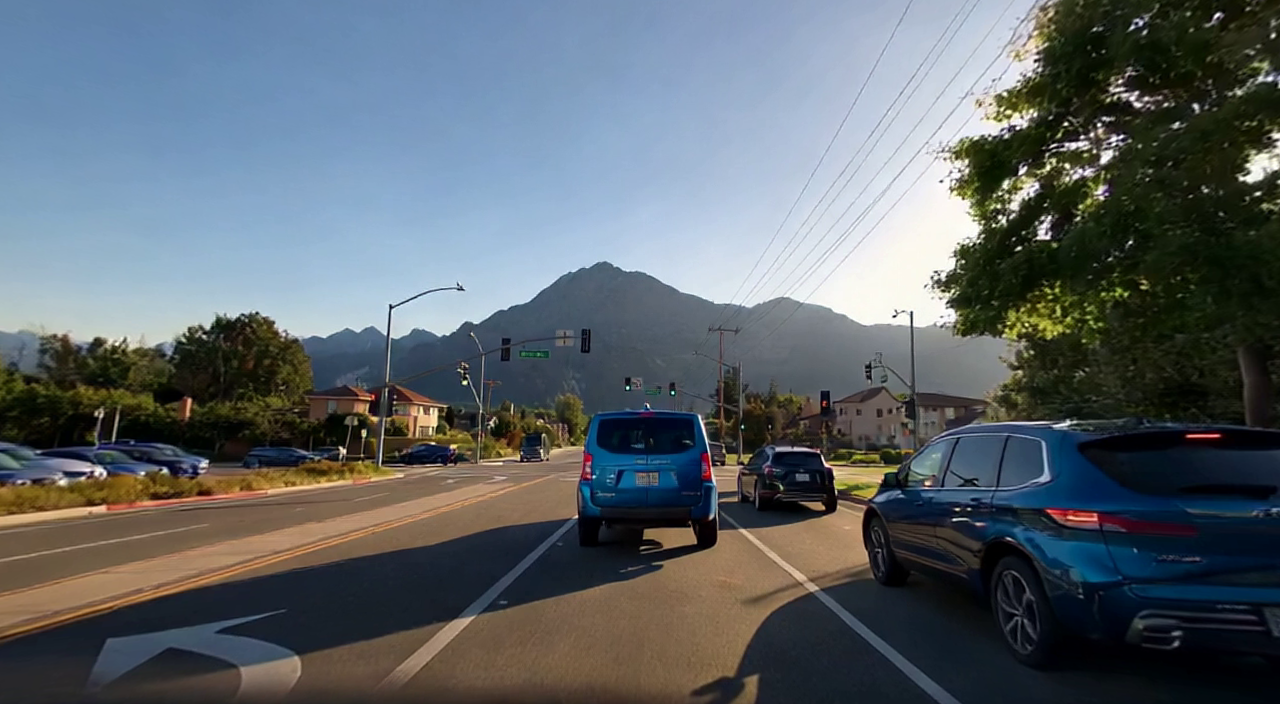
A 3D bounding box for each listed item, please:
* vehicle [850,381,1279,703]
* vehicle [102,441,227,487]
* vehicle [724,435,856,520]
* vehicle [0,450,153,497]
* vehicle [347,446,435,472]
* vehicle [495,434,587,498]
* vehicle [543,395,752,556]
[{"bbox_3d":[3.436,1.278,4.669,2.155,1.658,4.721,0,-8,0],"label":"vehicle"},{"bbox_3d":[-20.424,4.794,27.391,1.996,1.809,4.699,1,-8,-4],"label":"vehicle"},{"bbox_3d":[3.253,2.801,14.649,1.957,1.646,4.355,0,-8,0],"label":"vehicle"},{"bbox_3d":[-20.083,4.218,22.321,1.830,1.436,4.771,0,-9,1],"label":"vehicle"},{"bbox_3d":[-15.511,6.662,39.341,4.644,1.533,2.005,-1,-9,9],"label":"vehicle"},{"bbox_3d":[-2.937,3.494,19.715,2.059,1.749,4.458,0,-8,1],"label":"vehicle"},{"bbox_3d":[0.063,1.939,10.599,2.636,2.011,5.130,0,-8,-1],"label":"vehicle"}]
